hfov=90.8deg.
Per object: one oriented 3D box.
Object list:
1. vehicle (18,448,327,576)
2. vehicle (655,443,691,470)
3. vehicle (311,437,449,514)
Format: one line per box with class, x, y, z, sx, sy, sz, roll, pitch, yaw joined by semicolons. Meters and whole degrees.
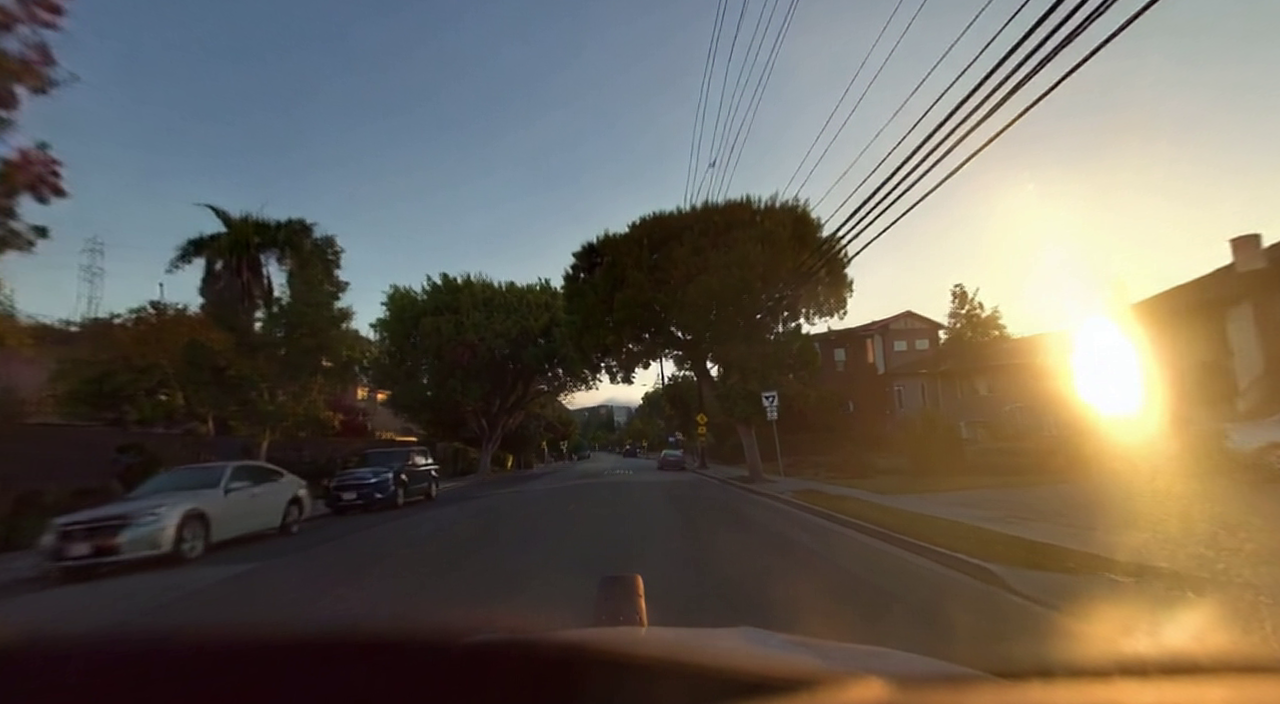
vehicle;-7.110;2.407;10.280;2.041;1.587;3.920;-2;-9;-1
vehicle;2.187;6.969;42.436;1.971;1.710;4.210;0;-9;-3
vehicle;-7.276;3.490;18.266;2.135;1.787;4.452;-4;-9;0
